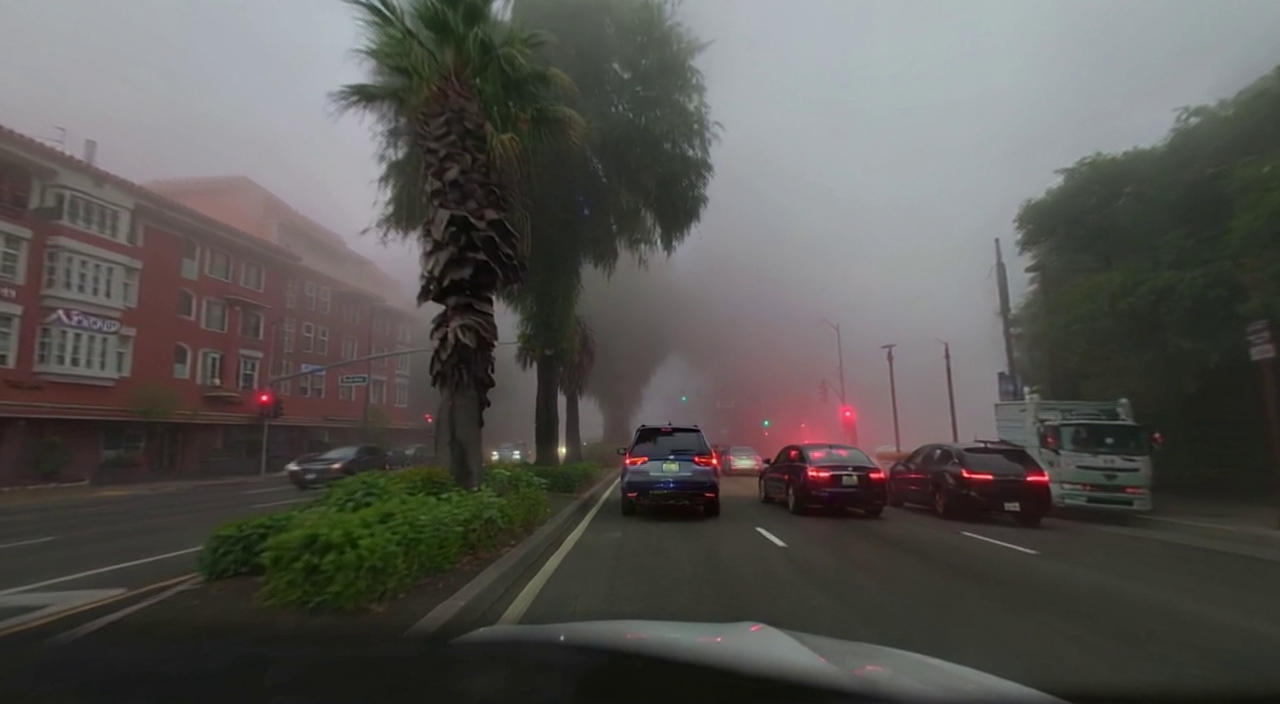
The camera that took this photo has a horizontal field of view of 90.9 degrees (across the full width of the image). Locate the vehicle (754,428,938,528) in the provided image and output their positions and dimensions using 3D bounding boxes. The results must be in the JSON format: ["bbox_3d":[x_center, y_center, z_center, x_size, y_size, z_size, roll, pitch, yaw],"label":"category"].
[{"bbox_3d":[4.066,2.588,13.579,2.283,1.738,4.916,0,-9,0],"label":"vehicle"}]

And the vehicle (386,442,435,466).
[{"bbox_3d":[-17.785,7.936,49.096,1.965,1.747,4.461,0,-9,2],"label":"vehicle"}]

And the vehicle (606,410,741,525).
[{"bbox_3d":[0.663,2.561,14.521,2.487,2.115,5.444,0,-9,1],"label":"vehicle"}]

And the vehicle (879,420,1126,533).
[{"bbox_3d":[7.395,2.603,13.816,2.215,1.973,5.323,0,-9,0],"label":"vehicle"}]

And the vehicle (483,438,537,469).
[{"bbox_3d":[-7.677,6.043,37.682,2.050,1.725,4.677,0,-9,3],"label":"vehicle"}]

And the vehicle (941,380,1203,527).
[{"bbox_3d":[10.519,2.384,16.229,2.663,3.061,5.602,-1,-5,-1],"label":"vehicle"}]

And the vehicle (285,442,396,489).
[{"bbox_3d":[-11.670,4.438,24.956,2.134,1.699,4.342,0,-9,2],"label":"vehicle"}]
